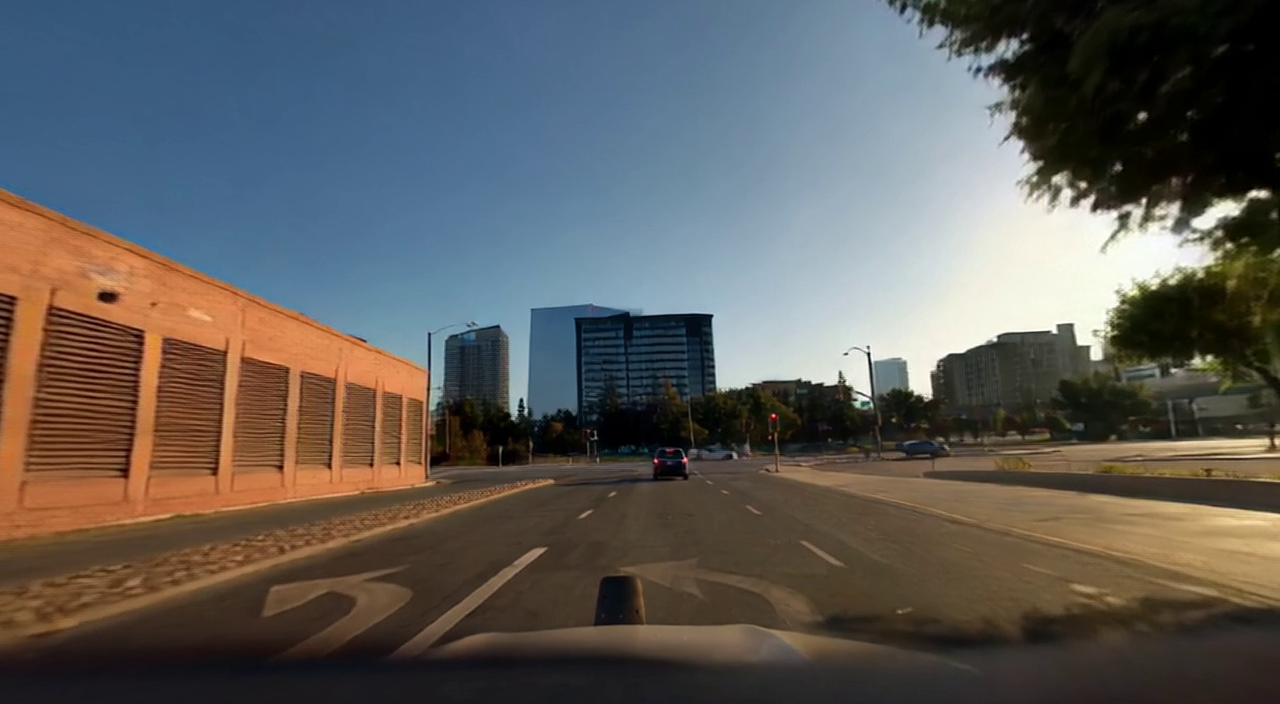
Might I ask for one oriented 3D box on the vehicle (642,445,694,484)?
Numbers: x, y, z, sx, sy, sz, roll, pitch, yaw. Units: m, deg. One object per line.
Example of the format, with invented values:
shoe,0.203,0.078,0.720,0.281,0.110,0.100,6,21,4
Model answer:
vehicle,1.292,5.230,29.577,2.218,1.657,4.551,-1,-9,2
